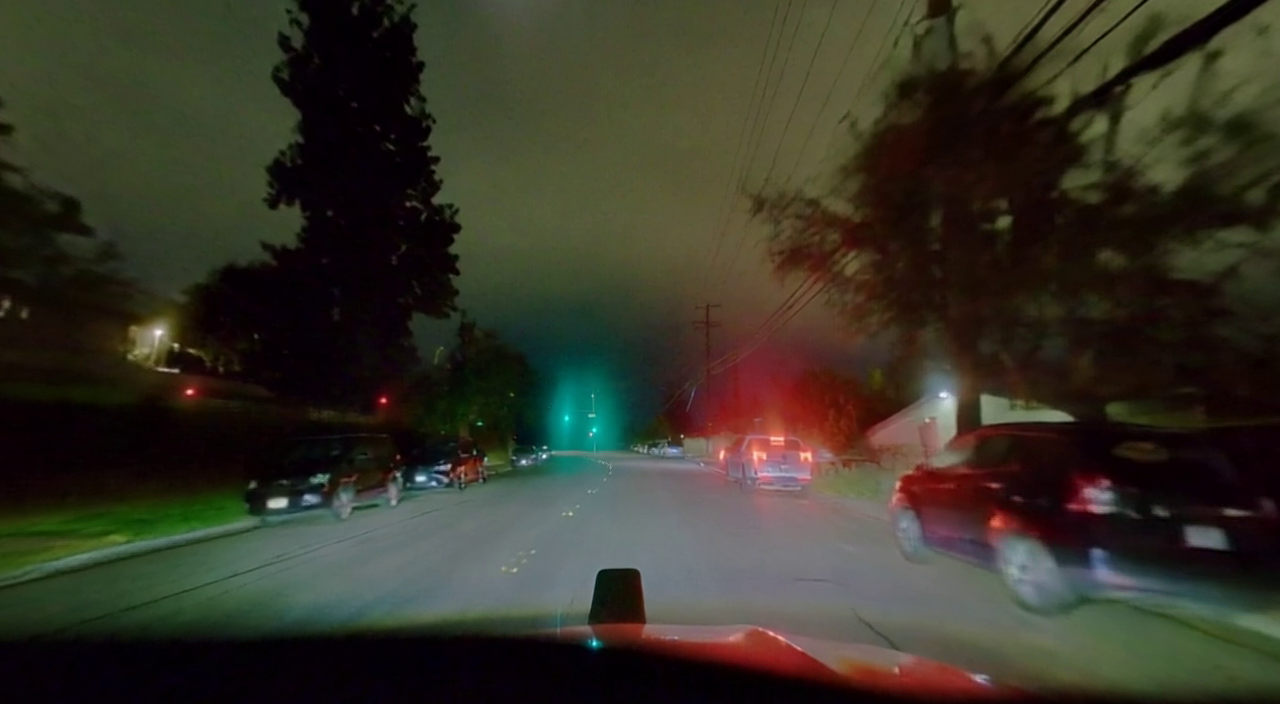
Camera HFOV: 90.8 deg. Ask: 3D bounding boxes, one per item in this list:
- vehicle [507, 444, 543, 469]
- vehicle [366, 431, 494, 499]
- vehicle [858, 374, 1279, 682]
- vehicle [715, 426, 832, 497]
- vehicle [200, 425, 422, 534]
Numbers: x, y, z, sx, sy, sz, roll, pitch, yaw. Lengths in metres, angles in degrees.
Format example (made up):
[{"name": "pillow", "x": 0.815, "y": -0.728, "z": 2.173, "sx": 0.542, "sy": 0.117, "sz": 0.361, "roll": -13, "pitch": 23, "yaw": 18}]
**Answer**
[{"name": "vehicle", "x": -7.105, "y": 6.501, "z": 39.393, "sx": 1.997, "sy": 1.456, "sz": 4.319, "roll": 1, "pitch": -9, "yaw": -8}, {"name": "vehicle", "x": -6.261, "y": 3.450, "z": 19.683, "sx": 2.158, "sy": 1.817, "sz": 5.230, "roll": 0, "pitch": -9, "yaw": 0}, {"name": "vehicle", "x": 3.743, "y": 1.309, "z": 5.763, "sx": 1.889, "sy": 1.736, "sz": 4.185, "roll": 0, "pitch": -9, "yaw": -2}, {"name": "vehicle", "x": 3.676, "y": 3.171, "z": 18.637, "sx": 2.178, "sy": 1.757, "sz": 5.495, "roll": 0, "pitch": -9, "yaw": -1}, {"name": "vehicle", "x": -6.283, "y": 2.474, "z": 12.887, "sx": 2.031, "sy": 1.799, "sz": 4.587, "roll": 0, "pitch": -9, "yaw": 0}]
